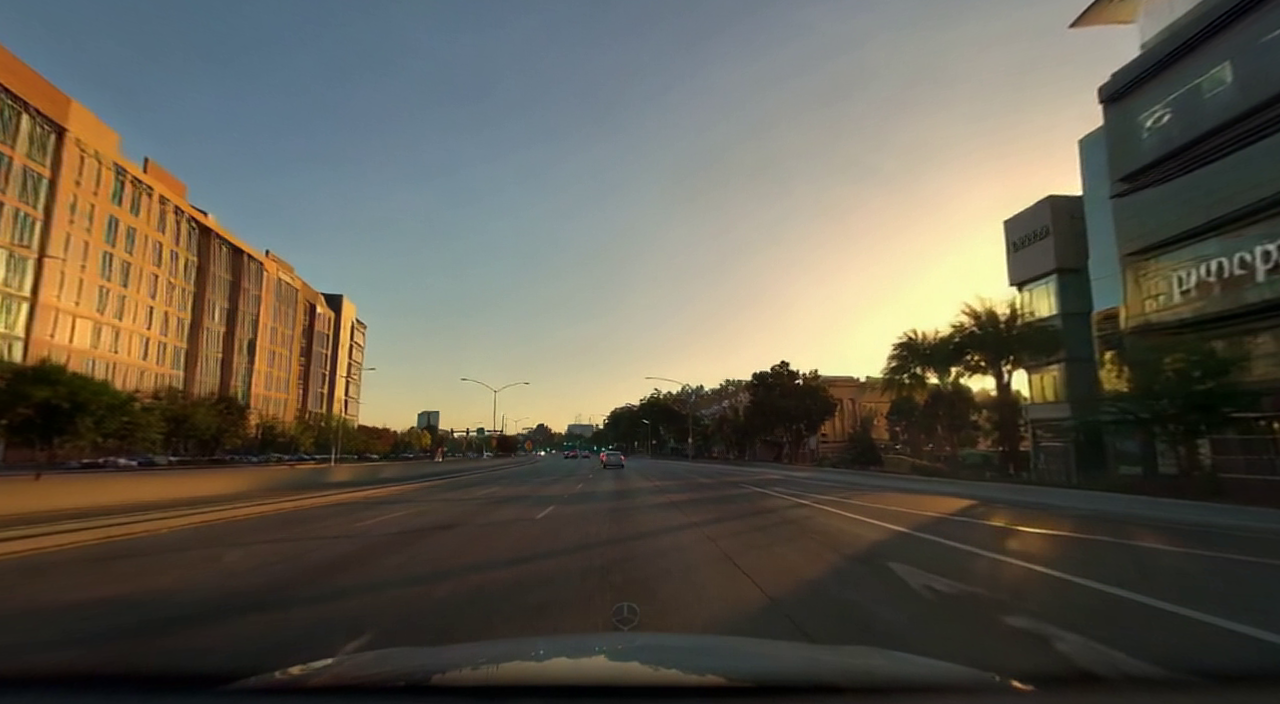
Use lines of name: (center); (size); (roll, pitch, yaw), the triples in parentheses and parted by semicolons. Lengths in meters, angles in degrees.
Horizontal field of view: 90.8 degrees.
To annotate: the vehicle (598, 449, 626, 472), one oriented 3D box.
vehicle: (-2.195, 8.440, 49.322); (2.038, 1.682, 3.844); (0, -8, -4)
